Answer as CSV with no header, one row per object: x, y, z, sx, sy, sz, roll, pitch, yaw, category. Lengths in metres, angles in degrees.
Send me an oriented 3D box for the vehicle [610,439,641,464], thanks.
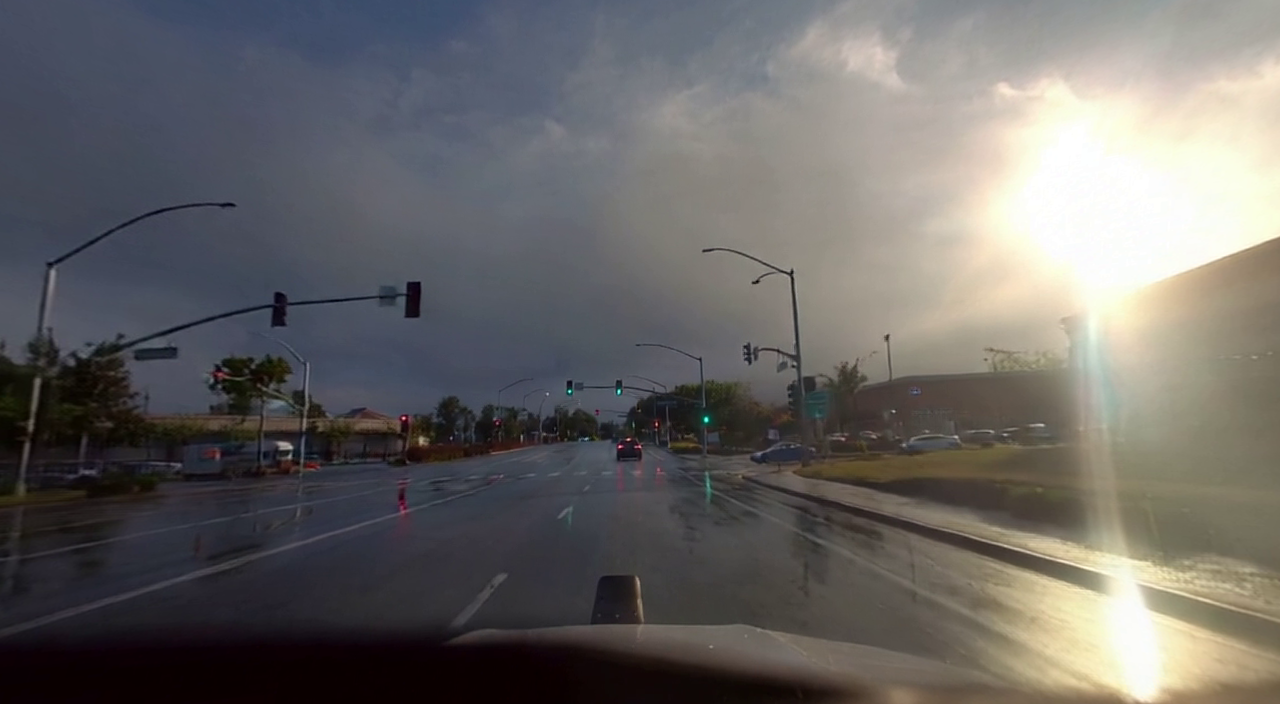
-1.038,7.009,44.581,2.024,1.628,4.774,0,-9,-2,vehicle

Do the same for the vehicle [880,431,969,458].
18.284,5.967,40.812,4.710,1.588,2.053,-1,-9,-2,vehicle

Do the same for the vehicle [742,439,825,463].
9.195,6.374,40.734,4.794,1.511,1.992,0,-9,-3,vehicle

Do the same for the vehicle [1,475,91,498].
-43.884,9.943,46.707,4.623,1.475,1.883,-1,-11,-1,vehicle
